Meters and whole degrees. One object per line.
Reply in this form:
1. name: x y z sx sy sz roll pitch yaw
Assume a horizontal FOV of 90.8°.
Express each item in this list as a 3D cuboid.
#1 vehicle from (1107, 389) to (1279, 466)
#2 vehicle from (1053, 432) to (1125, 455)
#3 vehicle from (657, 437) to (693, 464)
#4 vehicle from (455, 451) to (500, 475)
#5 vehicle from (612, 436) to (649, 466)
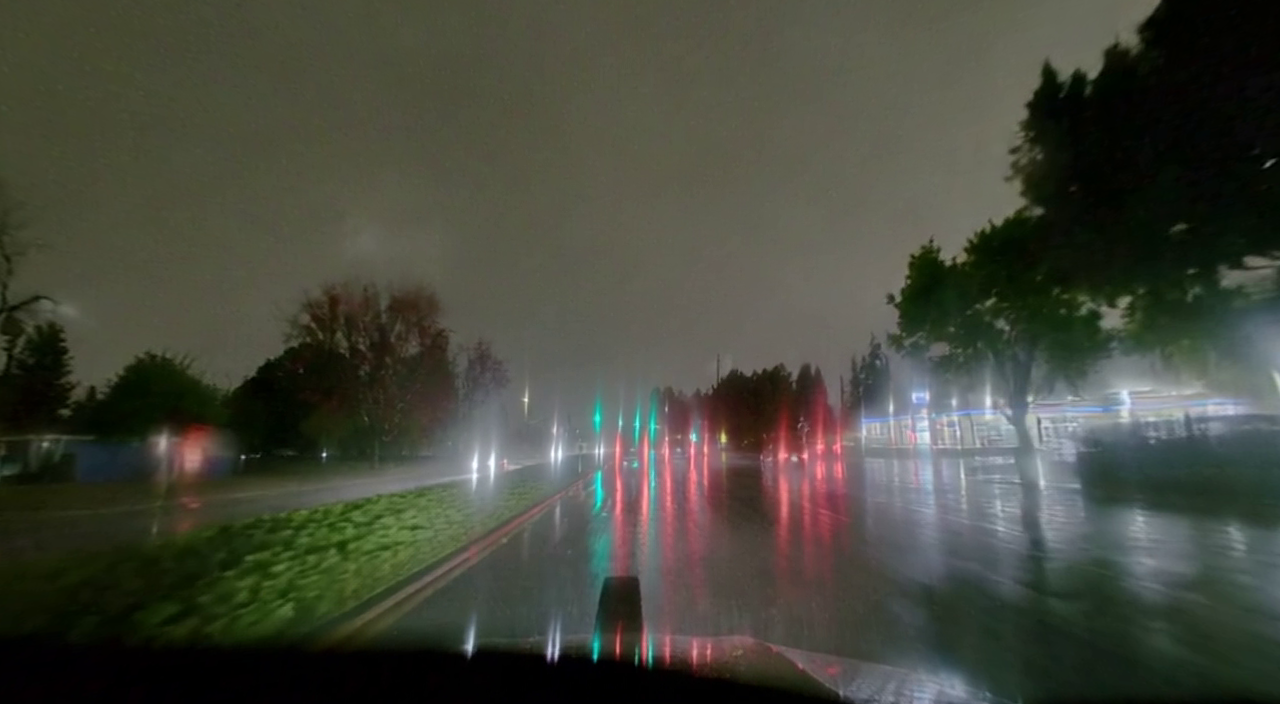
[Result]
1. vehicle: 29.046 3.997 33.099 8.711 3.678 2.870 3 -9 -21
2. vehicle: 30.656 6.242 43.077 4.663 1.485 1.991 4 -10 -28
3. vehicle: 2.402 6.910 44.393 2.140 1.800 4.660 0 -8 -2
4. vehicle: -11.160 7.670 43.722 2.052 1.503 4.559 0 -8 -1
5. vehicle: -0.644 6.421 41.163 2.261 1.820 4.255 0 -8 -2
